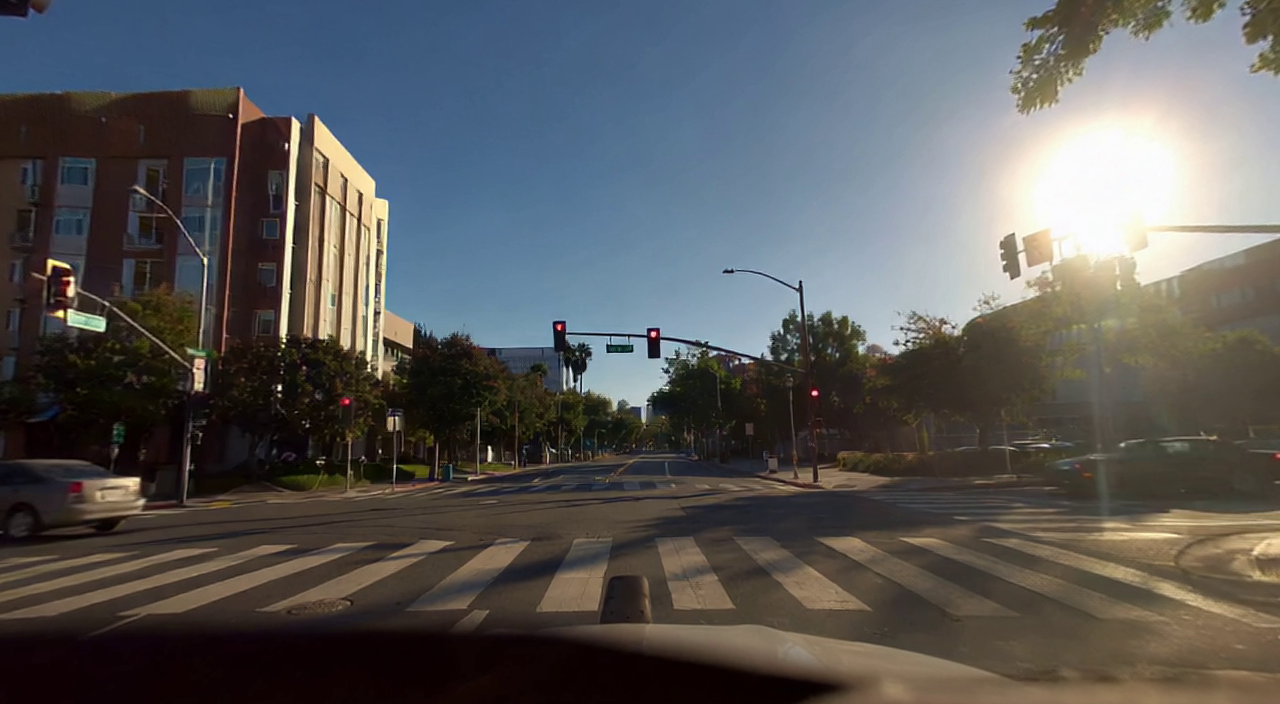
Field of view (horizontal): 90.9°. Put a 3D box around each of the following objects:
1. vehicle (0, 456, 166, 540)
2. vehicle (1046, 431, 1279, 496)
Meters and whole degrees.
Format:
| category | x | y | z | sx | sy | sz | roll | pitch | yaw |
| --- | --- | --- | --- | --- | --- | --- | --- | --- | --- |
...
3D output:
| category | x | y | z | sx | sy | sz | roll | pitch | yaw |
| --- | --- | --- | --- | --- | --- | --- | --- | --- | --- |
| vehicle | -13.016 | 2.956 | 13.047 | 4.808 | 1.524 | 1.967 | 0 | -8 | 1 |
| vehicle | 13.239 | 2.745 | 15.727 | 4.847 | 1.484 | 1.926 | 0 | -8 | 0 |
